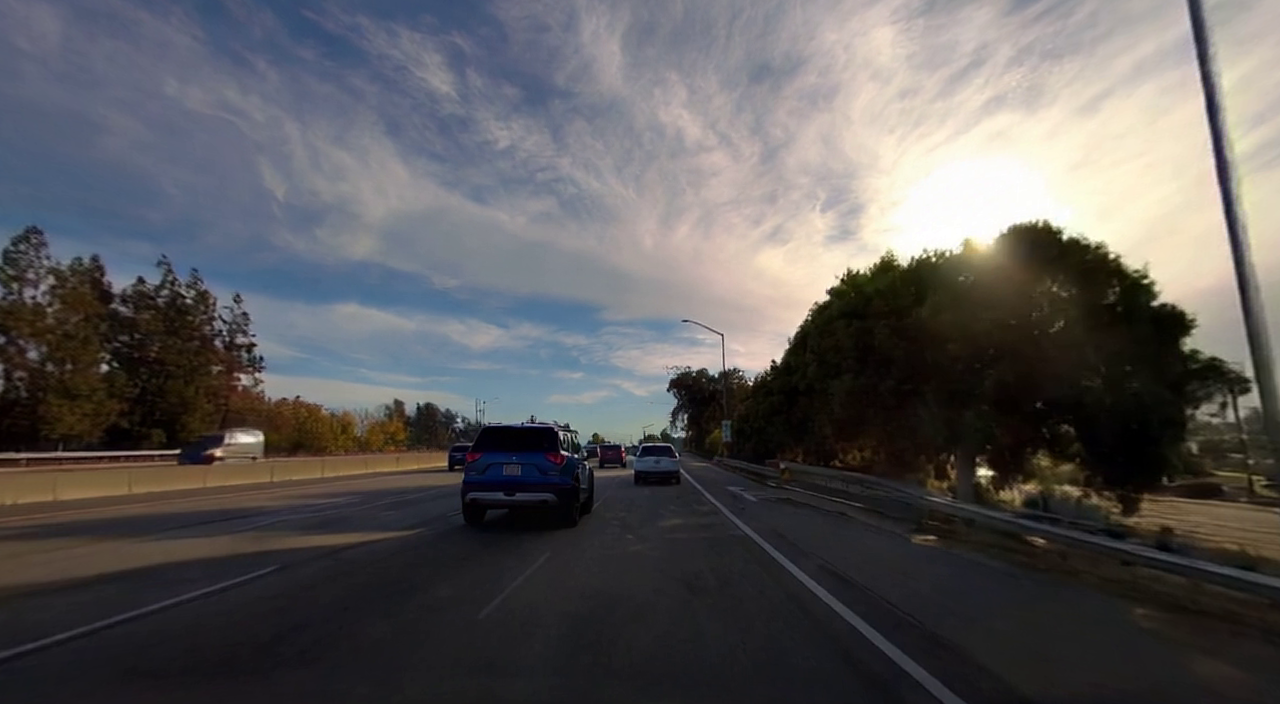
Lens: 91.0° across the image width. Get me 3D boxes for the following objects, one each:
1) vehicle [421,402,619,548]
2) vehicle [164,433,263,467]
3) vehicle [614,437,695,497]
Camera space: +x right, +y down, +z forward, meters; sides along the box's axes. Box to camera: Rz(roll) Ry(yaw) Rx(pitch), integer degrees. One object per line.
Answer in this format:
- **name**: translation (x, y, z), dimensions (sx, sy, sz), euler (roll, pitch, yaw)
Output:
- **vehicle**: translation (-1.561, 1.842, 9.957), dimensions (2.123, 1.798, 4.108), euler (0, -9, 3)
- **vehicle**: translation (-30.738, 7.105, 45.752), dimensions (2.256, 2.318, 6.501), euler (-1, -9, 4)
- **vehicle**: translation (0.436, 3.229, 18.031), dimensions (2.068, 1.488, 4.045), euler (0, -9, 2)
